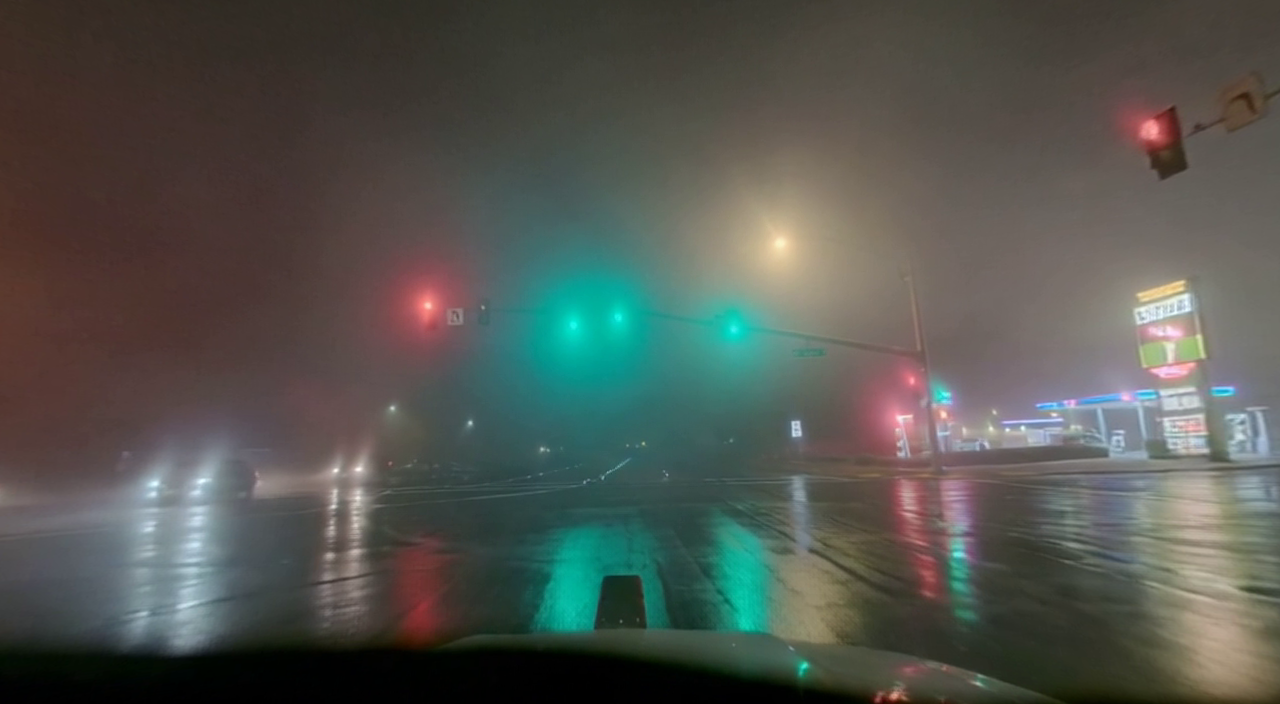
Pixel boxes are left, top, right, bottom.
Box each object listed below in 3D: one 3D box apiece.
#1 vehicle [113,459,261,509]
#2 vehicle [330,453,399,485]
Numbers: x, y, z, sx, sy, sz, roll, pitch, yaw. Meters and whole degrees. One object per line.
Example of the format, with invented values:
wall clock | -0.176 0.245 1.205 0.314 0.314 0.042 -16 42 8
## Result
vehicle | -15.337 4.463 21.758 1.920 1.434 4.328 0 -9 0
vehicle | -15.501 6.588 35.813 2.053 1.598 4.336 0 -9 -2
